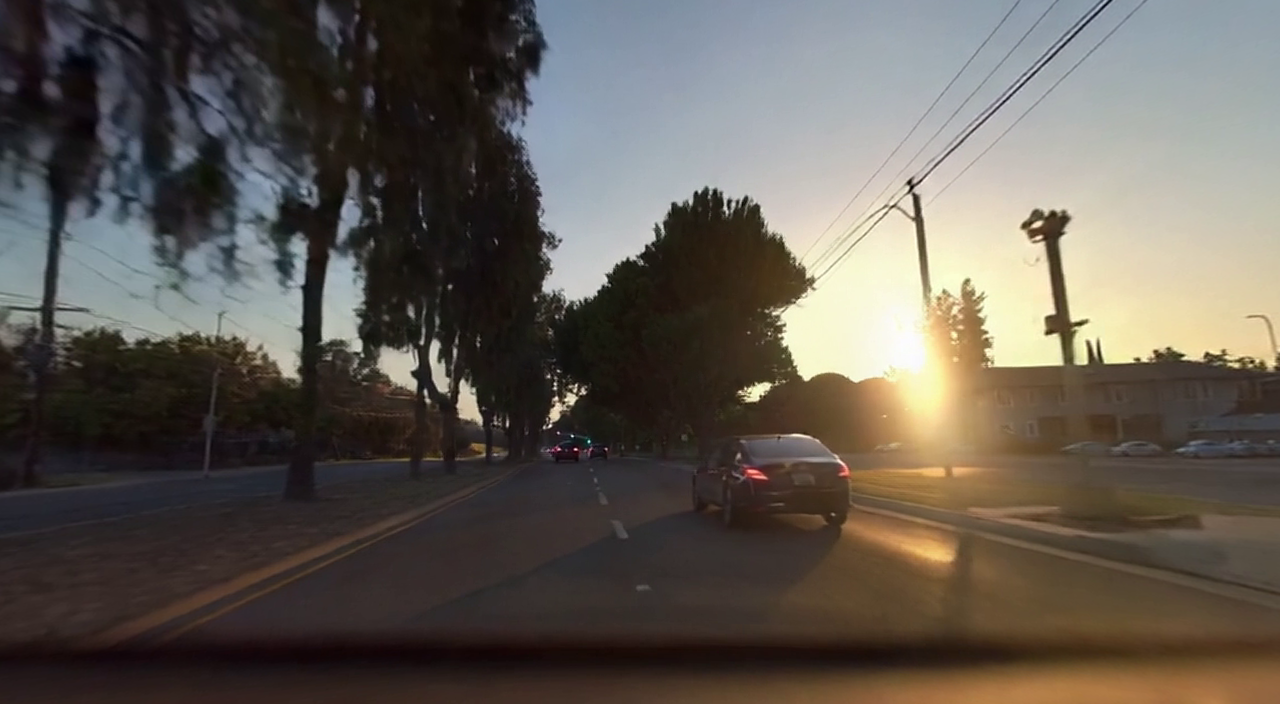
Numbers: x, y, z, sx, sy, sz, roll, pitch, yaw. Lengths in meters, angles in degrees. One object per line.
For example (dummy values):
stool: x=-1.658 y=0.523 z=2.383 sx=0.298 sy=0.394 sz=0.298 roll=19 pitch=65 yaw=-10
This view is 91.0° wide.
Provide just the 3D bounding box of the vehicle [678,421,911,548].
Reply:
vehicle: x=2.144 y=2.055 z=10.554 sx=2.235 sy=1.597 sz=4.918 roll=1 pitch=-8 yaw=-6

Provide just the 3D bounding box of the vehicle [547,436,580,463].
vehicle: x=-5.384 y=6.921 z=44.755 sx=2.189 sy=1.776 sz=4.342 roll=1 pitch=-8 yaw=-6

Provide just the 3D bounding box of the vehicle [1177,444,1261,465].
vehicle: x=44.394 y=7.831 z=48.401 sx=1.787 sy=1.503 sz=4.608 roll=1 pitch=-8 yaw=-4
